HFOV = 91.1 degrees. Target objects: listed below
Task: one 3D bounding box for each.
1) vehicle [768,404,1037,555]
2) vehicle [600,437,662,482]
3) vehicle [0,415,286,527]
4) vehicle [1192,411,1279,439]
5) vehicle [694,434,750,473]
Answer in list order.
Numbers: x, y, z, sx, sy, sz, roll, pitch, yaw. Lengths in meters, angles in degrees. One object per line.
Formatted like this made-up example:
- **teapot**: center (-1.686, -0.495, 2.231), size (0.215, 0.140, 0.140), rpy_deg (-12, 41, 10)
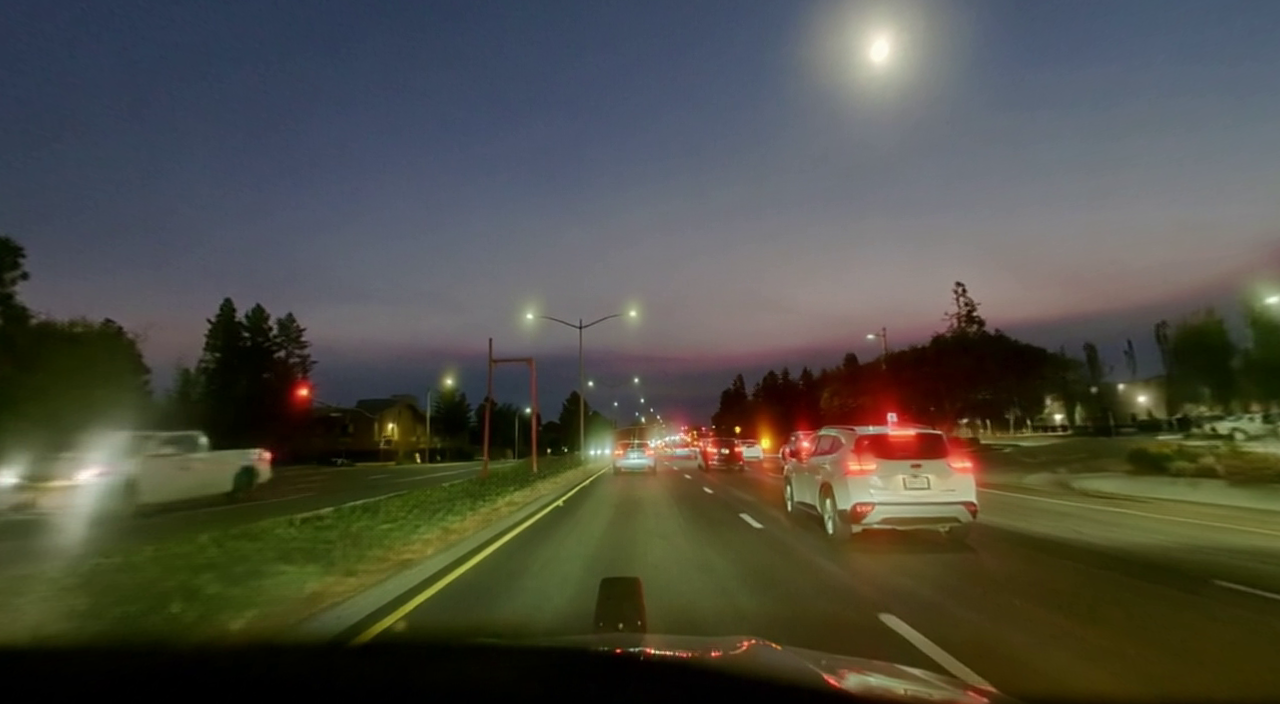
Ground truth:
- **vehicle**: center (3.456, 1.789, 9.411), size (2.130, 1.718, 4.310), rpy_deg (0, -9, 0)
- **vehicle**: center (-0.285, 3.921, 23.150), size (2.111, 1.506, 4.018), rpy_deg (0, -9, 0)
- **vehicle**: center (-11.727, 2.708, 15.054), size (2.494, 2.052, 6.719), rpy_deg (0, -9, 1)
- **vehicle**: center (34.648, 4.269, 36.087), size (1.797, 1.452, 4.453), rpy_deg (0, -9, 0)
- **vehicle**: center (3.743, 4.745, 29.488), size (1.982, 1.709, 4.427), rpy_deg (0, -9, -1)
